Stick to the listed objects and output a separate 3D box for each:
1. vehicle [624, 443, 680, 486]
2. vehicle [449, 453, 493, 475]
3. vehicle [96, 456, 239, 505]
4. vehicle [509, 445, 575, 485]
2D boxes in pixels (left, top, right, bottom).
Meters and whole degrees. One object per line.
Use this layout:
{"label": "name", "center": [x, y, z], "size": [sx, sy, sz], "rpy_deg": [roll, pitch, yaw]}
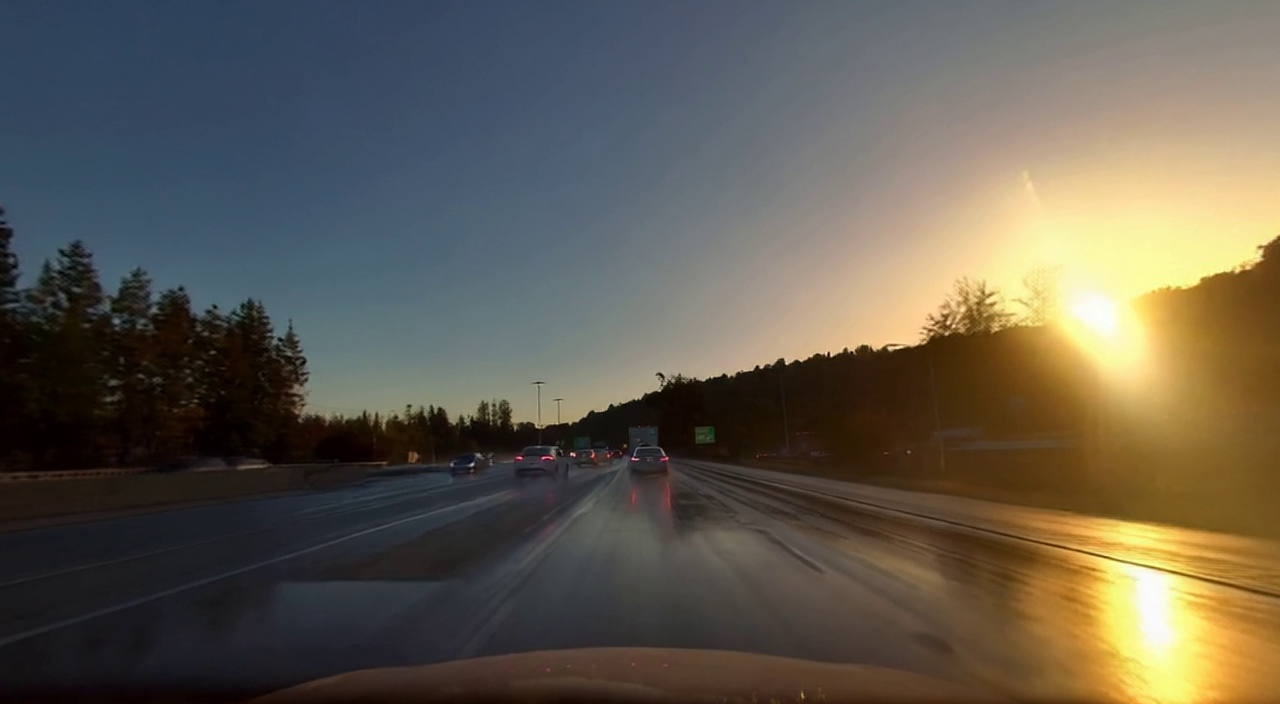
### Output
{"label": "vehicle", "center": [0.399, 4.443, 24.954], "size": [2.015, 1.526, 4.286], "rpy_deg": [0, -9, -1]}
{"label": "vehicle", "center": [-12.482, 8.311, 46.596], "size": [1.954, 1.514, 4.517], "rpy_deg": [-1, -9, 1]}
{"label": "vehicle", "center": [-16.789, 4.546, 22.570], "size": [1.874, 1.538, 4.116], "rpy_deg": [0, -9, 0]}
{"label": "vehicle", "center": [-3.955, 4.630, 26.001], "size": [1.940, 1.502, 4.463], "rpy_deg": [-1, -9, 1]}
